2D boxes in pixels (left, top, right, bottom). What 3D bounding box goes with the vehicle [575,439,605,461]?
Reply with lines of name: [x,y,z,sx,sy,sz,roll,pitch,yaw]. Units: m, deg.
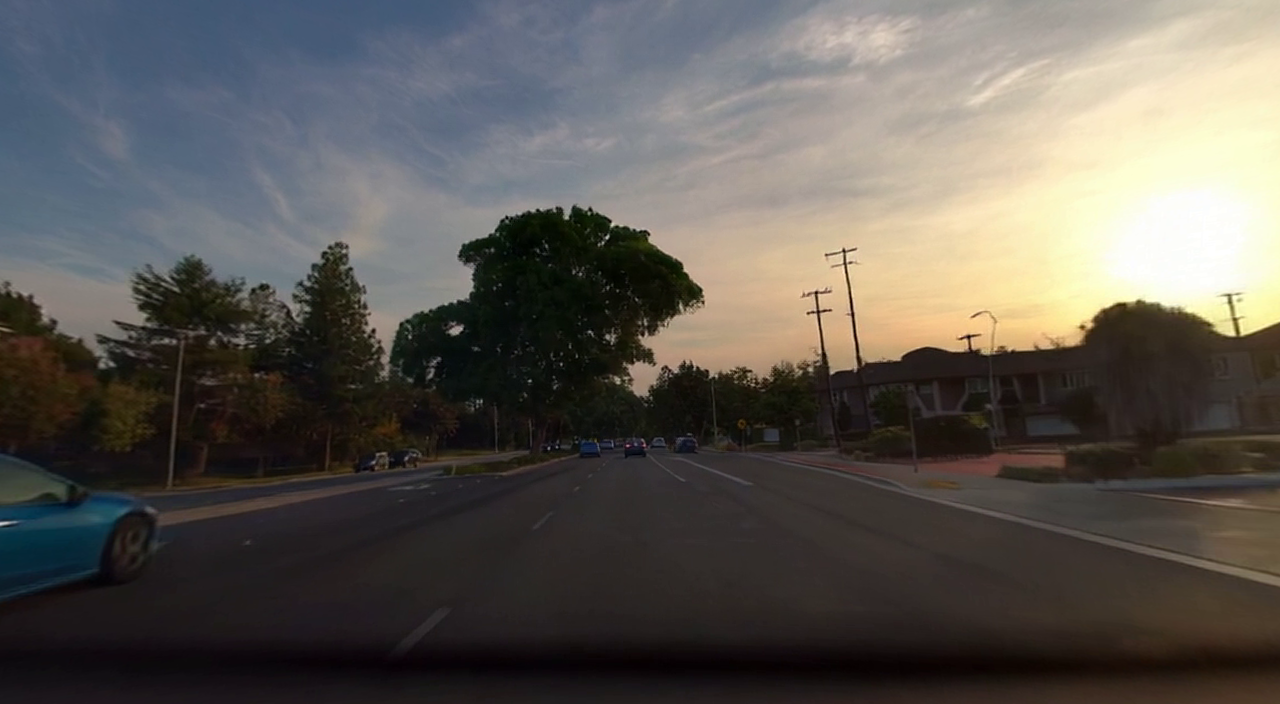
vehicle: [-3.729,7.319,47.381,2.000,1.569,3.794,0,-8,-1]

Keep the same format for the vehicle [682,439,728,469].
vehicle: [3.341,5.320,33.115,1.830,1.451,4.009,0,-8,-2]

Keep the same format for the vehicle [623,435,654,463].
vehicle: [-0.161,6.610,43.146,2.043,1.734,4.253,0,-8,-1]

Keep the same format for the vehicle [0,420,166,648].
vehicle: [-4.964,1.051,3.231,1.844,1.451,4.543,1,-8,-5]
